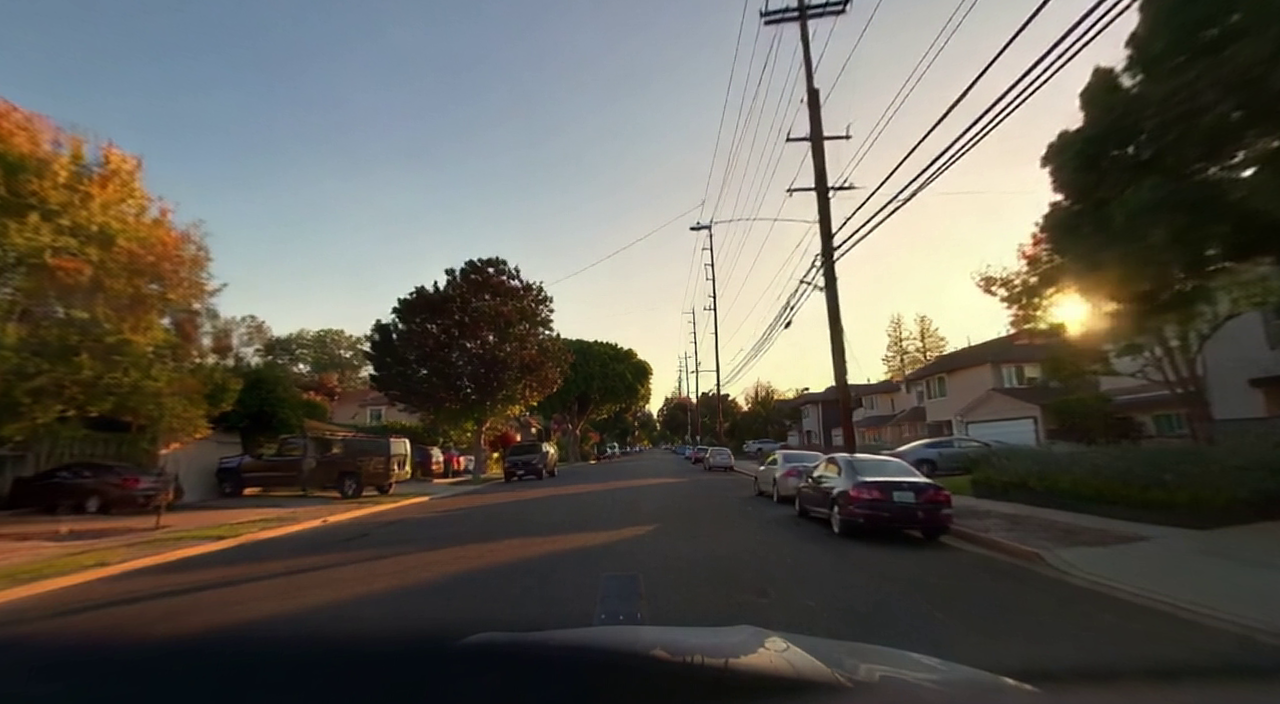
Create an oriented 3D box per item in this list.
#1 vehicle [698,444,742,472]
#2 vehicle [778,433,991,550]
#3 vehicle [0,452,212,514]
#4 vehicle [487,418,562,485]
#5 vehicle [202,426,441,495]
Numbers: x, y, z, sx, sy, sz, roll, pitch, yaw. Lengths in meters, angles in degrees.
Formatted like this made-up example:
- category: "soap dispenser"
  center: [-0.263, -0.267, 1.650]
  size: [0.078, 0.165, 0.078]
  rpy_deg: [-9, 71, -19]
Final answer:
- category: "vehicle"
  center: [4.719, 6.328, 37.874]
  size: [2.016, 1.544, 4.645]
  rpy_deg: [0, -8, 0]
- category: "vehicle"
  center: [3.810, 2.229, 10.959]
  size: [1.970, 1.530, 4.899]
  rpy_deg: [0, -8, 3]
- category: "vehicle"
  center: [-14.587, 3.491, 17.060]
  size: [4.565, 1.489, 1.950]
  rpy_deg: [1, -8, -1]
- category: "vehicle"
  center: [-5.586, 4.909, 31.448]
  size: [2.313, 2.875, 6.057]
  rpy_deg: [-3, -8, 2]
- category: "vehicle"
  center: [-10.376, 3.573, 21.067]
  size: [6.540, 2.079, 2.565]
  rpy_deg: [0, -8, 2]
